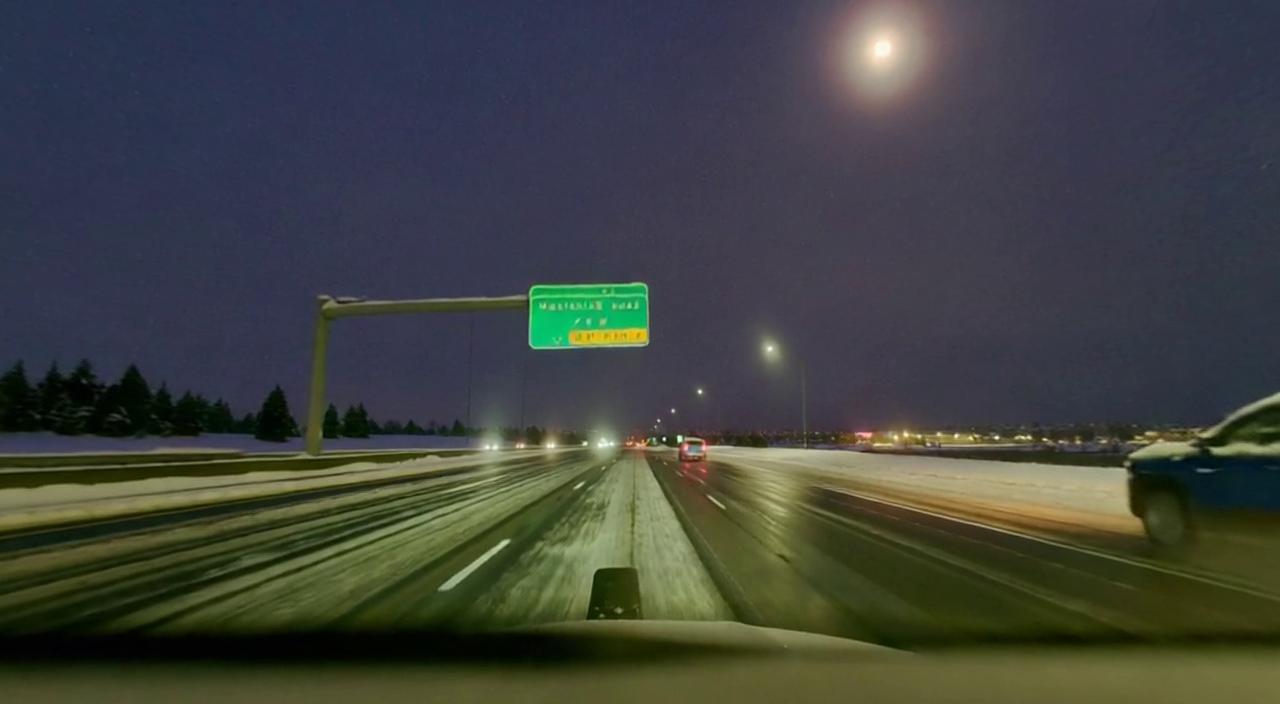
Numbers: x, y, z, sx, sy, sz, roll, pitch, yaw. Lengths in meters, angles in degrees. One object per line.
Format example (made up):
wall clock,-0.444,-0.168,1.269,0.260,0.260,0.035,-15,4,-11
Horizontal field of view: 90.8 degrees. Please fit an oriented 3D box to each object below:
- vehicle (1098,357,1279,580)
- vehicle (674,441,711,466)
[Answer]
vehicle,6.693,0.999,5.369,2.065,1.953,4.605,0,-8,0
vehicle,3.378,6.555,41.141,2.000,1.533,3.770,0,-8,-1
